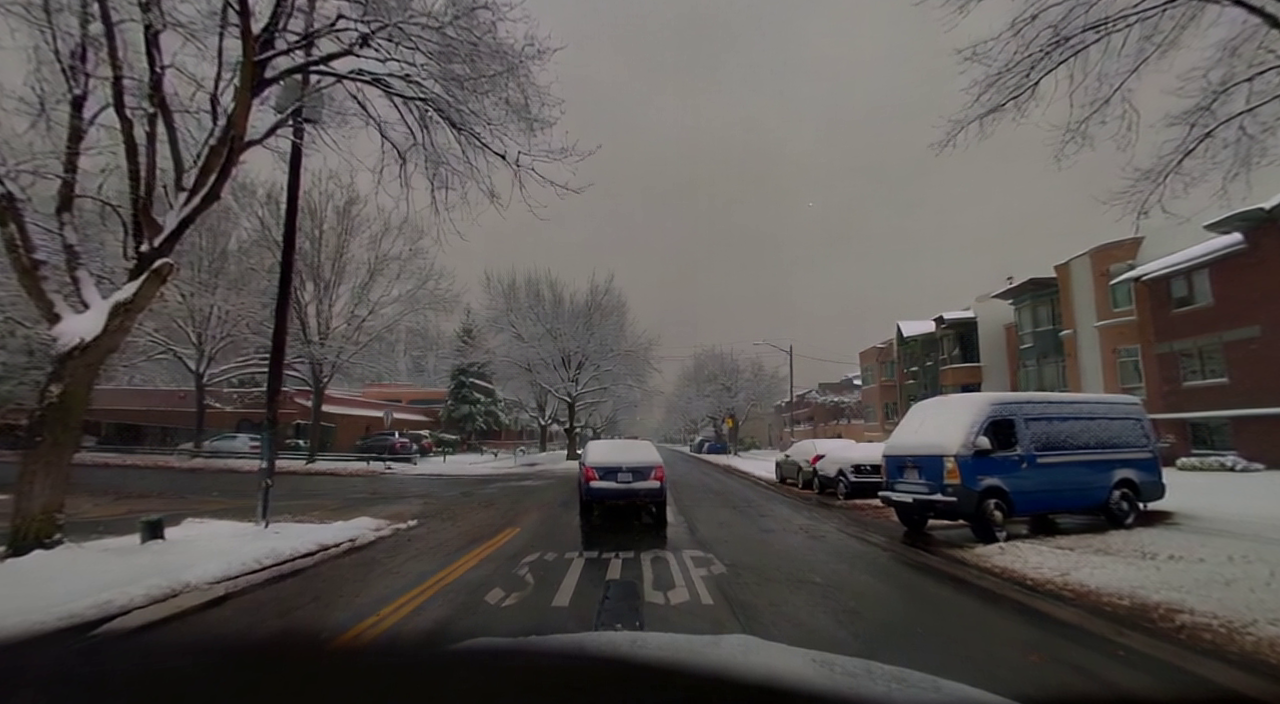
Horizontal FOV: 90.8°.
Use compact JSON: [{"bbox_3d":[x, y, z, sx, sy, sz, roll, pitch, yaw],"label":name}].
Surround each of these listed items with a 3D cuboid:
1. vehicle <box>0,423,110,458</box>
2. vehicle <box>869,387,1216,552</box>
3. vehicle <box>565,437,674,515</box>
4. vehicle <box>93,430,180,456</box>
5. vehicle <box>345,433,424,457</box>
[{"bbox_3d":[-31.812,4.801,34.065,4.438,1.814,2.044,0,-8,-1],"label":"vehicle"},{"bbox_3d":[6.653,1.837,10.411,5.385,2.146,2.143,4,-9,-25],"label":"vehicle"},{"bbox_3d":[-0.542,2.677,14.226,2.065,1.450,4.522,1,-8,-4],"label":"vehicle"},{"bbox_3d":[-31.798,5.732,39.944,3.915,1.574,1.850,0,-8,4],"label":"vehicle"},{"bbox_3d":[-18.387,6.686,45.609,4.892,1.679,1.927,1,-8,-6],"label":"vehicle"}]
